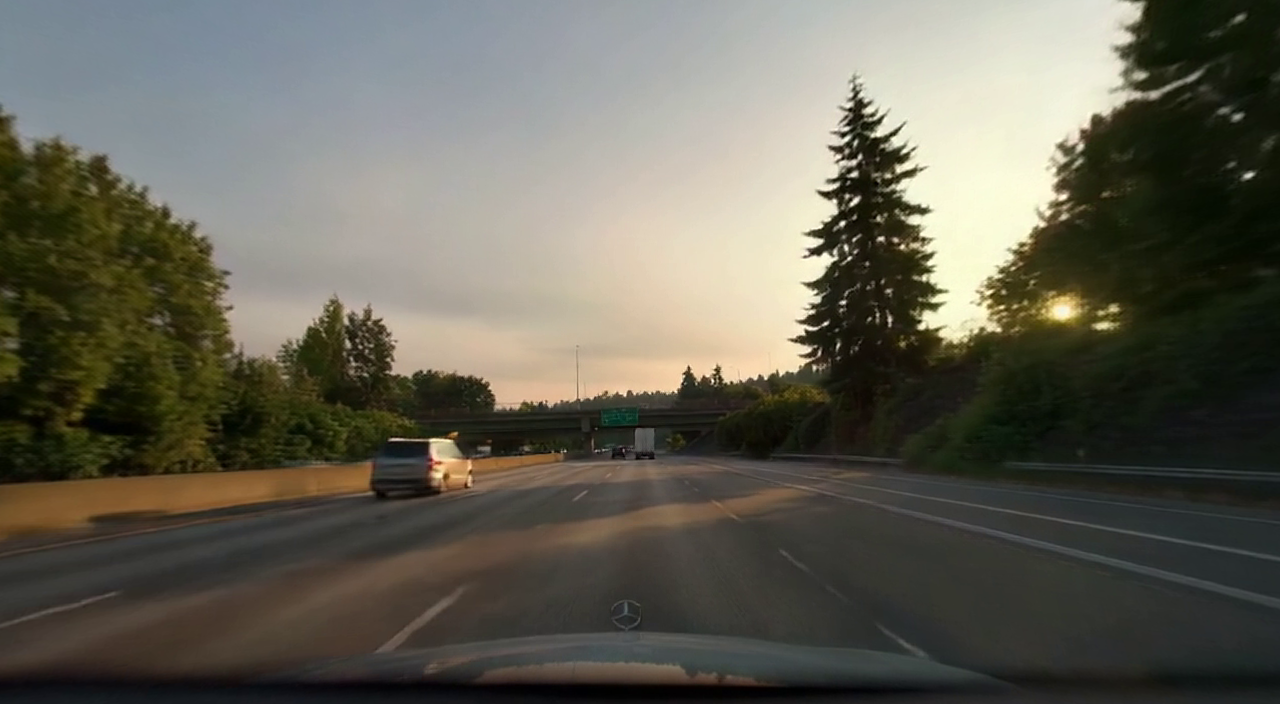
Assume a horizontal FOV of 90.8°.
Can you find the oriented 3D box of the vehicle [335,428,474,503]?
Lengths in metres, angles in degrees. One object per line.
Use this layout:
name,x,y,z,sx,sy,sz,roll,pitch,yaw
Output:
vehicle,-6.871,3.380,19.184,2.195,1.940,5.154,0,-9,0
